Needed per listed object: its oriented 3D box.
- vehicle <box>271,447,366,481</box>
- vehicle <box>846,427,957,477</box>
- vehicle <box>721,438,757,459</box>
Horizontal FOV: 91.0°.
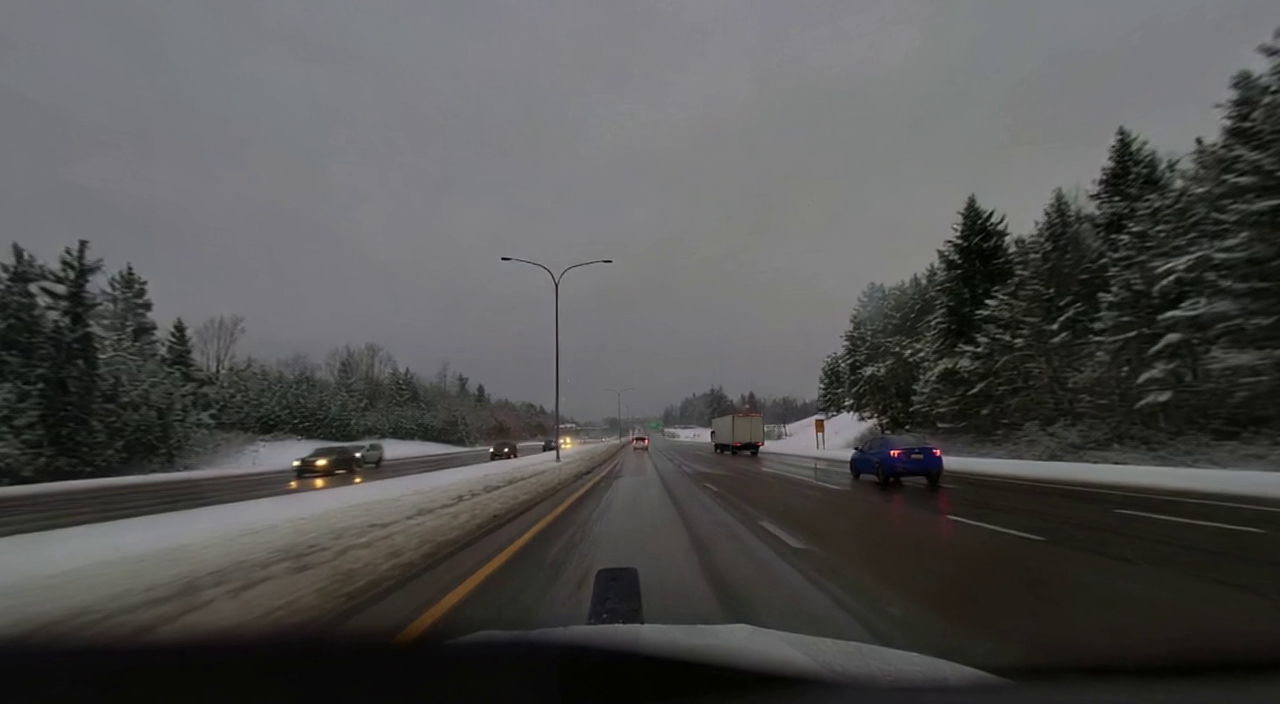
[{"bbox_3d":[-15.846,5.518,31.424,2.005,1.515,5.180,0,-9,0],"label":"vehicle"},{"bbox_3d":[11.147,4.326,27.467,2.387,1.936,5.646,0,-9,0],"label":"vehicle"},{"bbox_3d":[7.601,7.450,48.788,2.053,1.553,4.463,0,-9,-1],"label":"vehicle"}]
